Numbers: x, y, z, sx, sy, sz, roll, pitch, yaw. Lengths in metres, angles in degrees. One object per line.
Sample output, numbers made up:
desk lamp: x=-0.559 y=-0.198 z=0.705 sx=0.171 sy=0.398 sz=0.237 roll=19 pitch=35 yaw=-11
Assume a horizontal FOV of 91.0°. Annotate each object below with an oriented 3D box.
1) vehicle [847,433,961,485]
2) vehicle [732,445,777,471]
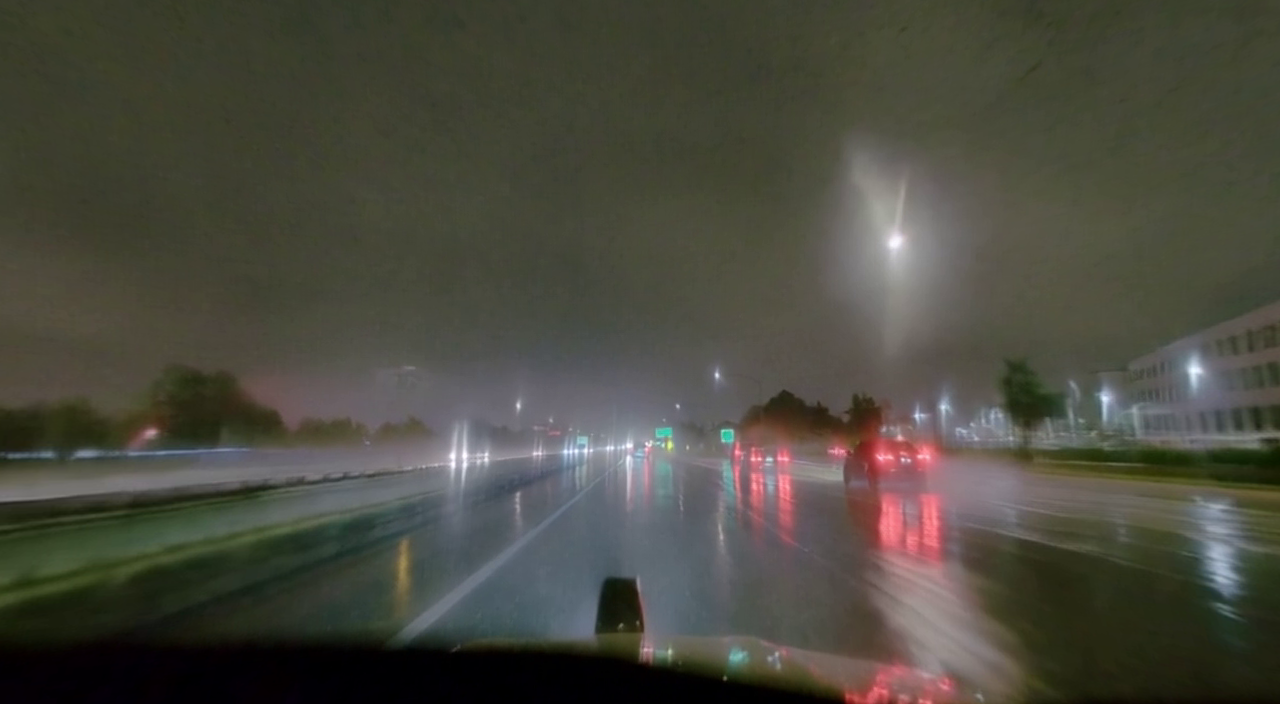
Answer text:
vehicle: x=10.961 y=4.507 z=26.738 sx=2.387 sy=1.936 sz=5.646 roll=0 pitch=-9 yaw=0
vehicle: x=7.346 y=6.867 z=40.974 sx=2.053 sy=1.553 sz=4.463 roll=0 pitch=-9 yaw=-1
